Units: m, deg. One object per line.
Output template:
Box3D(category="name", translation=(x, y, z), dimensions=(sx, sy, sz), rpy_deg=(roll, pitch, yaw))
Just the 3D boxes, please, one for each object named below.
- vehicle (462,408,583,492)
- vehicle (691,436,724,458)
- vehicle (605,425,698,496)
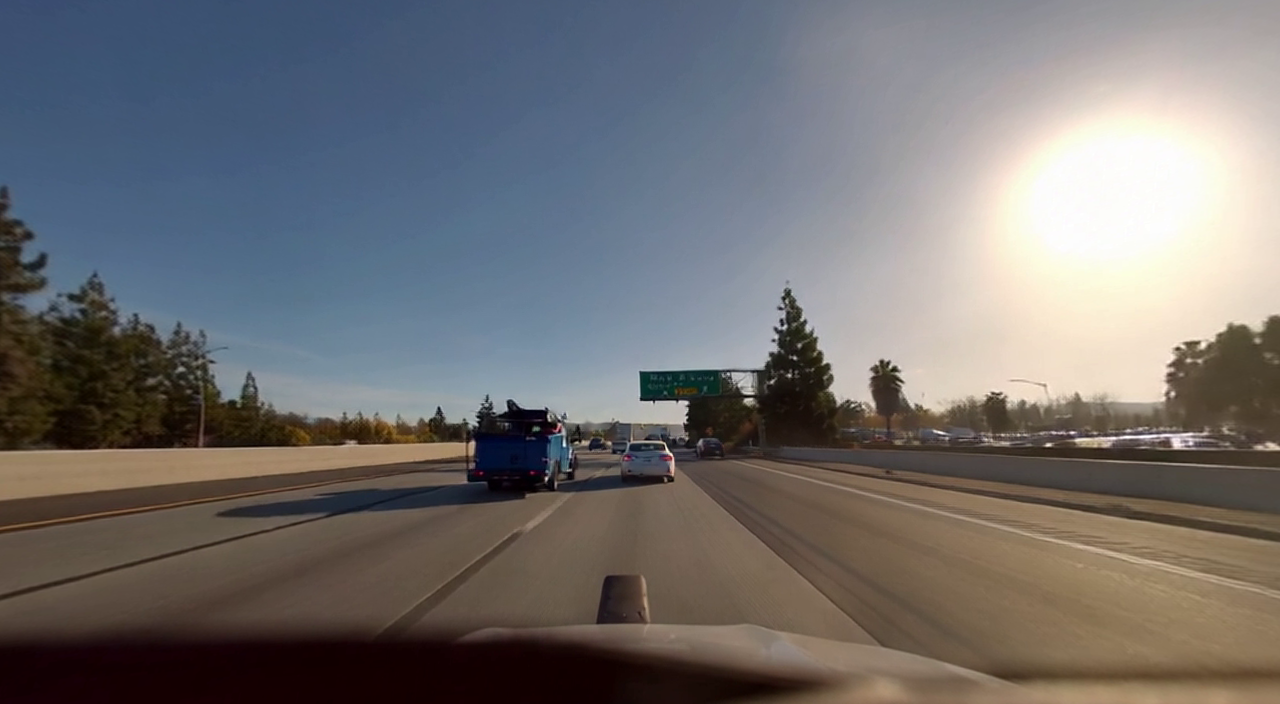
Box3D(category="vehicle", translation=(-3.249, 2.910, 18.898), dimensions=(2.526, 2.146, 5.594), rpy_deg=(0, -8, 0))
Box3D(category="vehicle", translation=(5.242, 7.408, 49.148), dimensions=(2.079, 1.656, 4.506), rpy_deg=(0, -8, 0))
Box3D(category="vehicle", translation=(0.290, 2.871, 16.953), dimensions=(2.165, 1.653, 4.456), rpy_deg=(0, -8, 1))
